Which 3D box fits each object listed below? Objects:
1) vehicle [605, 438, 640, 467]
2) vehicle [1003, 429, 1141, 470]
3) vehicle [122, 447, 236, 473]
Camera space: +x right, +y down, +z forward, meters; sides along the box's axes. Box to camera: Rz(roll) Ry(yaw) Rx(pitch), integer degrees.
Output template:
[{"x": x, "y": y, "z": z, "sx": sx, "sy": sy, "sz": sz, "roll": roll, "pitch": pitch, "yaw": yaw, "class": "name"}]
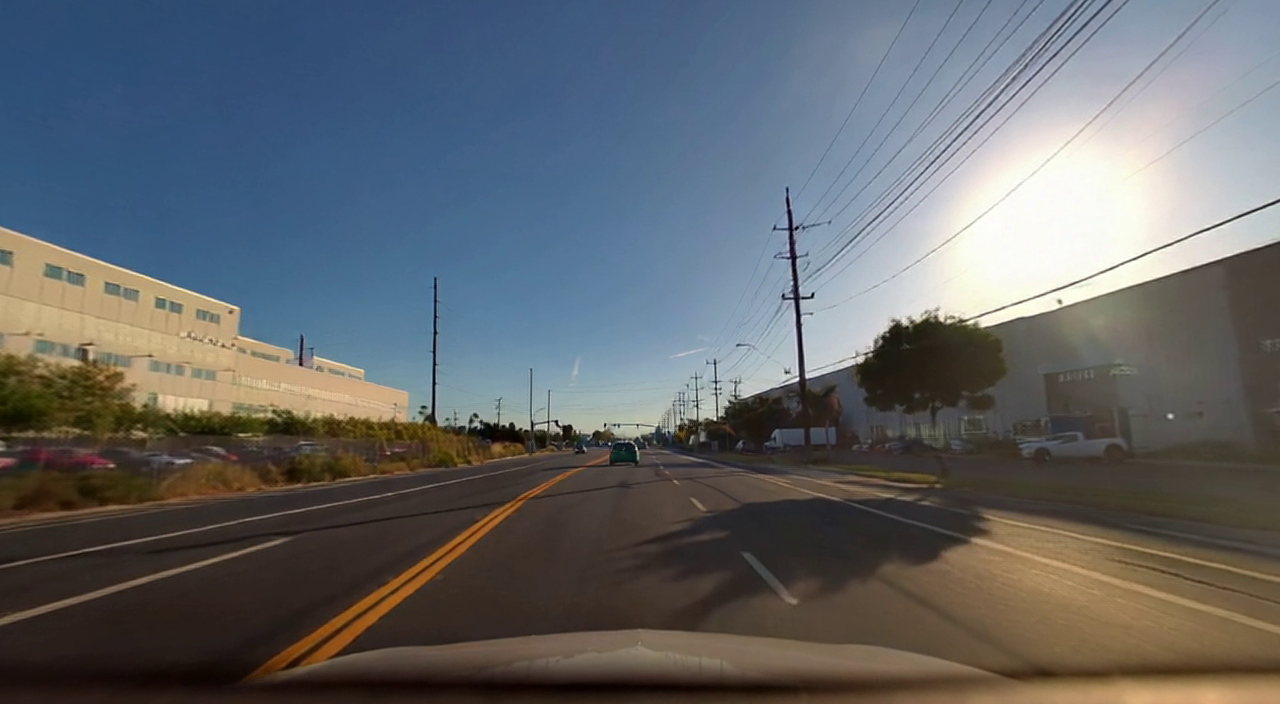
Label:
[{"x": -0.967, "y": 5.747, "z": 36.227, "sx": 1.937, "sy": 1.588, "sz": 3.746, "roll": 0, "pitch": -8, "yaw": 0, "class": "vehicle"}, {"x": 23.281, "y": 5.281, "z": 34.231, "sx": 5.669, "sy": 2.073, "sz": 2.297, "roll": -1, "pitch": -8, "yaw": 2, "class": "vehicle"}, {"x": -26.475, "y": 6.191, "z": 36.417, "sx": 4.728, "sy": 1.431, "sz": 2.287, "roll": 0, "pitch": -8, "yaw": -2, "class": "vehicle"}]
